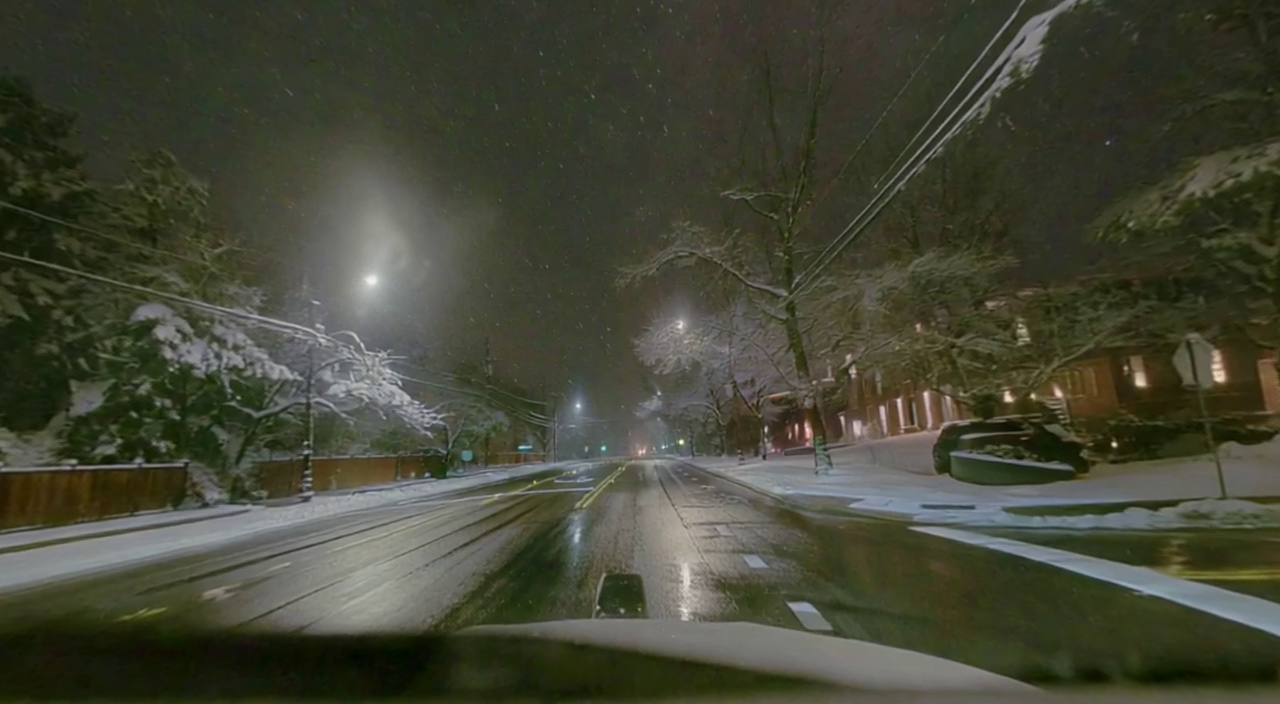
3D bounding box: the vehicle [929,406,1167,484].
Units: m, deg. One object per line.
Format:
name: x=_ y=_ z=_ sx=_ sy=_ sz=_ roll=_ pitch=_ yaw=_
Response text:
vehicle: x=10.928 y=2.578 z=17.595 sx=2.187 sy=1.786 sz=5.323 roll=2 pitch=-9 yaw=-17
